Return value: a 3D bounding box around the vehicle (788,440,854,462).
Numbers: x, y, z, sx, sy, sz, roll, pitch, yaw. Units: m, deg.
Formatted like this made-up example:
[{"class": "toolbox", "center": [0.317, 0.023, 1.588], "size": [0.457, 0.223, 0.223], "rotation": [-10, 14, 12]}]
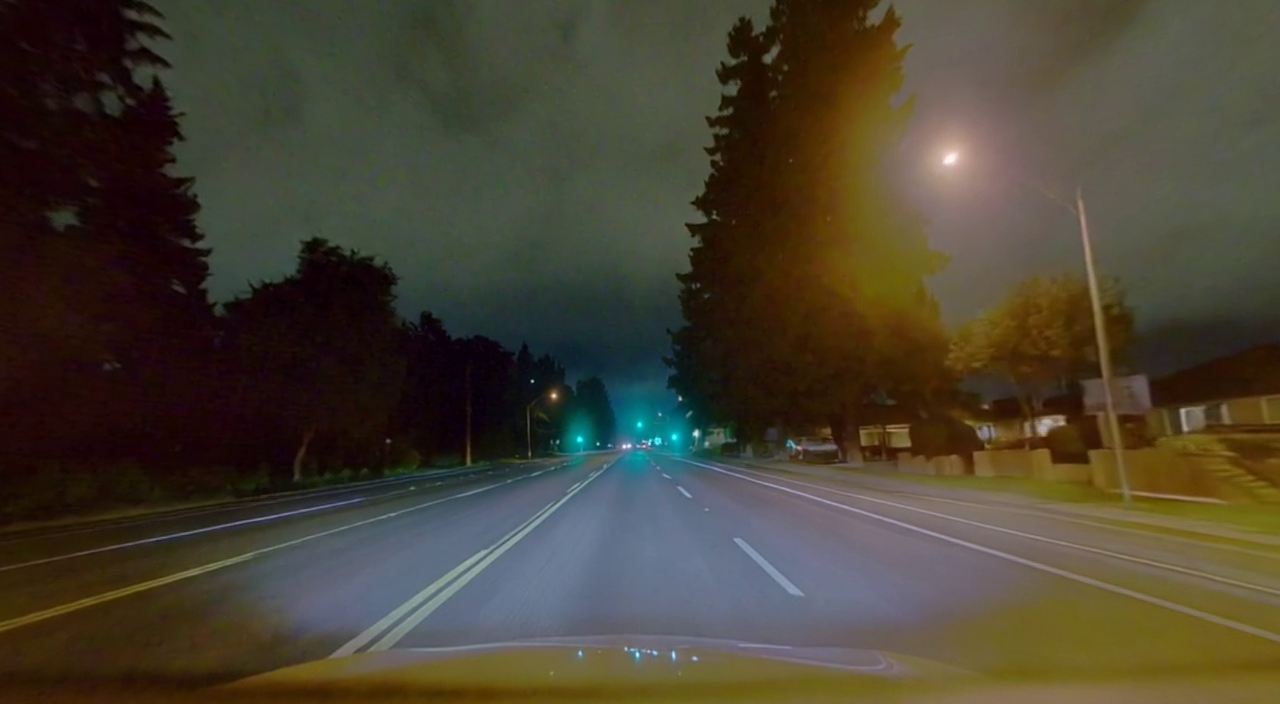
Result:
[{"class": "vehicle", "center": [14.076, 7.725, 49.247], "size": [4.513, 1.619, 1.905], "rotation": [1, -9, -8]}]
